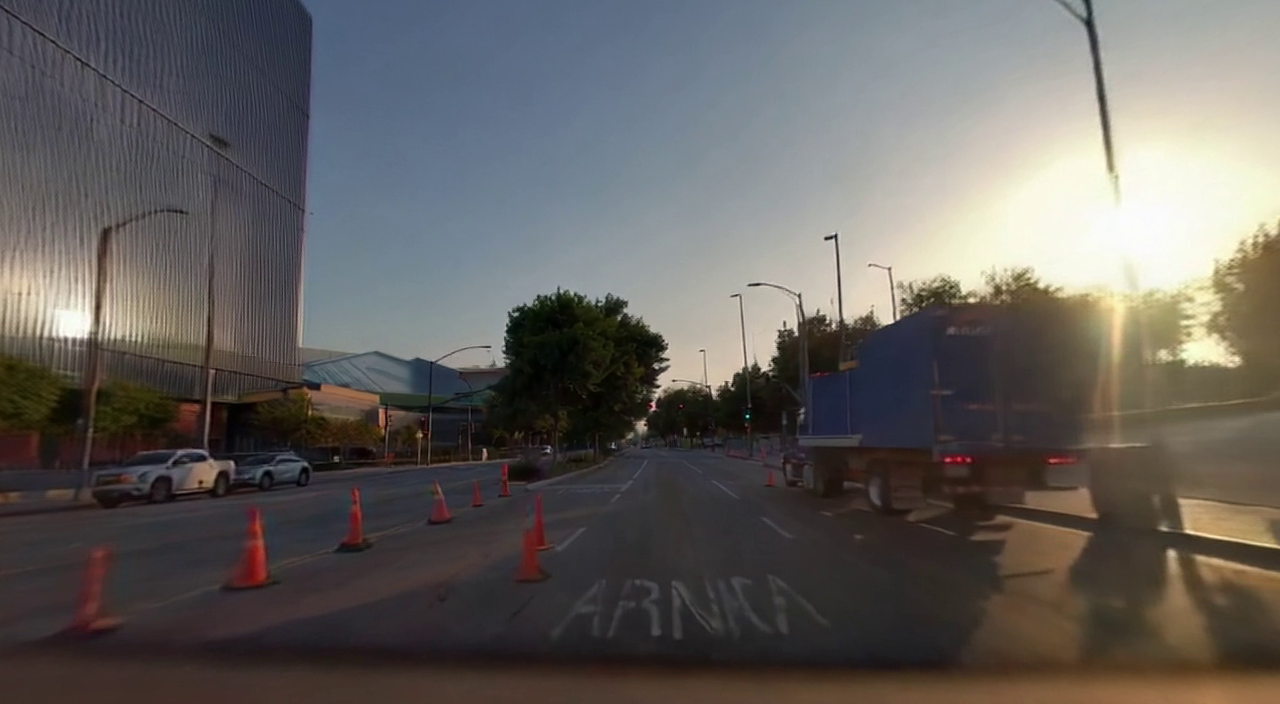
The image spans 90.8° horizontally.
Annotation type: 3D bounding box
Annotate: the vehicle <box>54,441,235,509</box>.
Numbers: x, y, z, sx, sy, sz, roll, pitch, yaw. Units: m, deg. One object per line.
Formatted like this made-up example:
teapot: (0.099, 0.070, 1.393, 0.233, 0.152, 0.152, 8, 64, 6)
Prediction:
vehicle: (-16.167, 3.974, 21.065, 1.937, 1.984, 4.928, 0, -8, 1)

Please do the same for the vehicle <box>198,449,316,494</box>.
vehicle: (-16.085, 5.003, 26.918, 1.925, 1.665, 4.893, 0, -8, 0)

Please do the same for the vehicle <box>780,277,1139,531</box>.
vehicle: (5.916, 1.460, 14.603, 3.176, 3.913, 9.805, 0, -8, 0)
